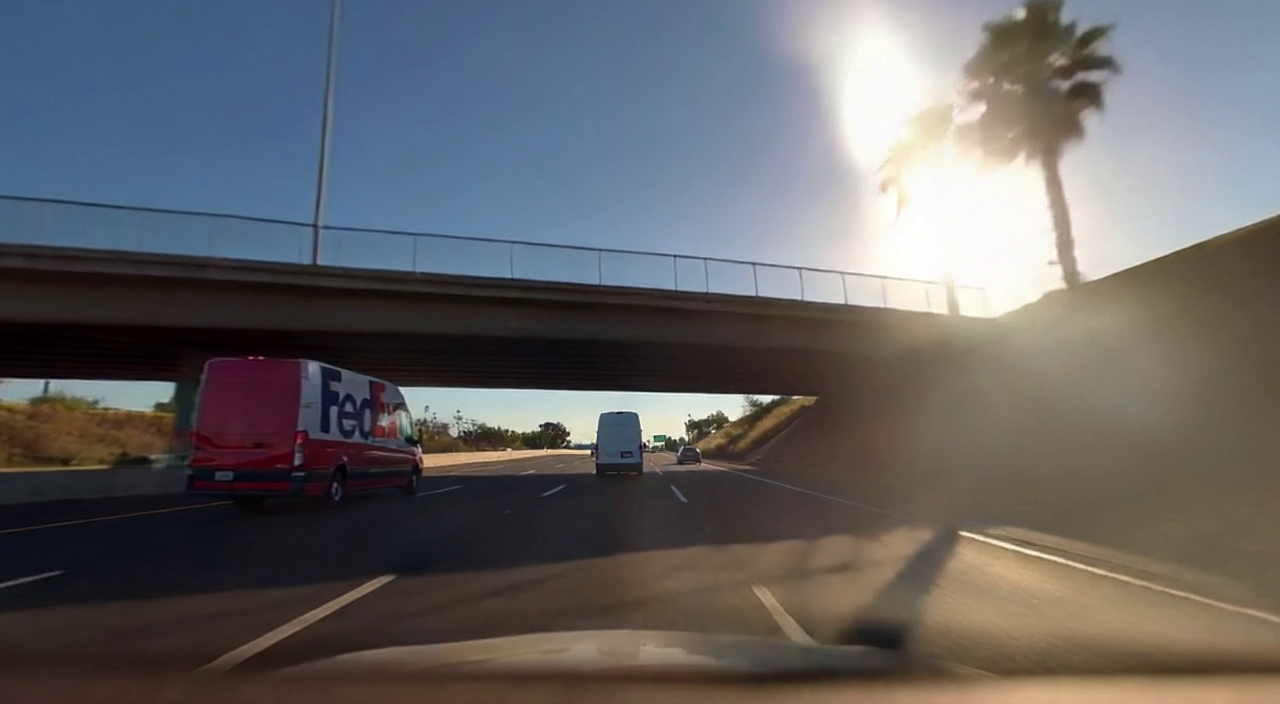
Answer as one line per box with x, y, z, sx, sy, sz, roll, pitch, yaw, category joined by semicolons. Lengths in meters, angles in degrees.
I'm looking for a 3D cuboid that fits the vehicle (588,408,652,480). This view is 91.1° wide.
-0.743;4.013;27.300;2.476;2.776;5.598;0;-9;1;vehicle

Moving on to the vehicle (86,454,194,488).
-25.122;5.948;31.763;1.810;1.532;4.375;0;-9;0;vehicle

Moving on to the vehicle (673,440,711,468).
3.226;6.418;39.668;1.987;1.648;3.984;0;-9;-1;vehicle

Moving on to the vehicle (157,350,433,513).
-7.948;2.119;15.991;2.965;3.178;7.188;0;-9;-1;vehicle
